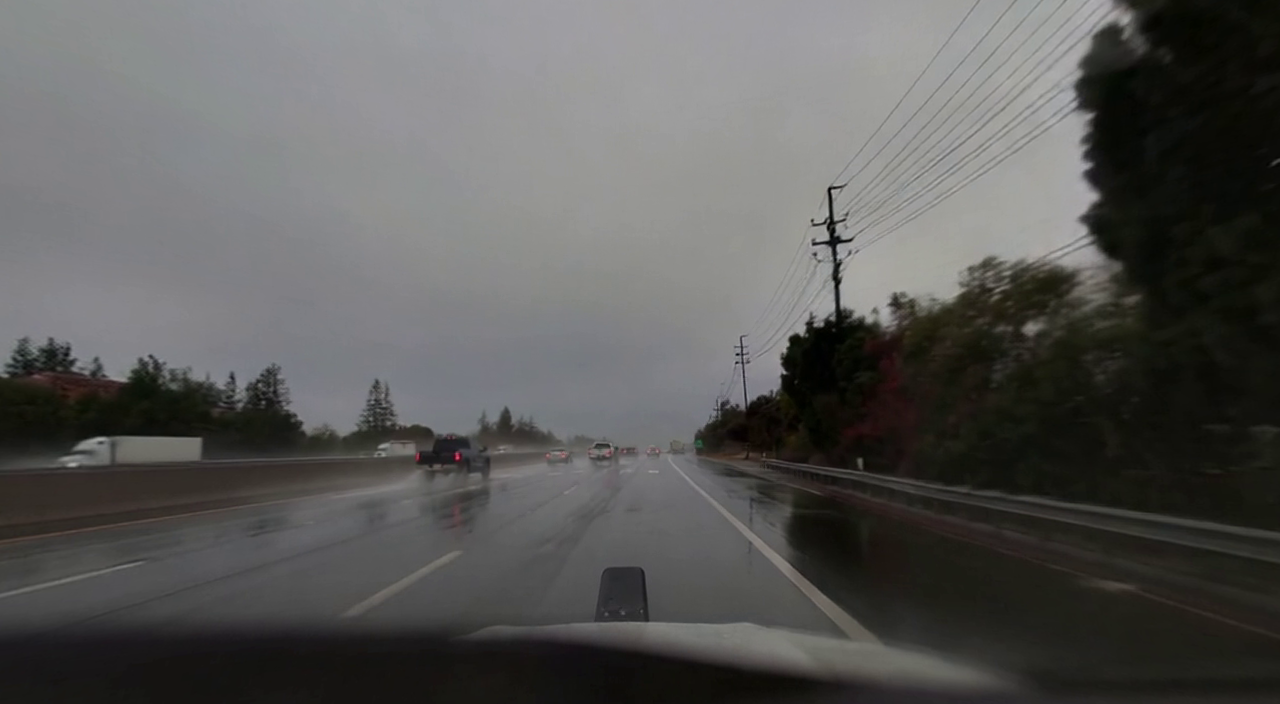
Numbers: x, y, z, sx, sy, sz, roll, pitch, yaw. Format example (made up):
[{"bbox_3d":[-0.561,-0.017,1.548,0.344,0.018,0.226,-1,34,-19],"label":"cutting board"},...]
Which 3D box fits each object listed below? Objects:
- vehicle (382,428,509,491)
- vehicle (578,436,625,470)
[{"bbox_3d":[-6.810,3.872,23.156,2.460,1.992,6.474,0,-8,1],"label":"vehicle"},{"bbox_3d":[-2.377,6.494,40.678,2.448,2.025,5.193,0,-8,3],"label":"vehicle"}]
